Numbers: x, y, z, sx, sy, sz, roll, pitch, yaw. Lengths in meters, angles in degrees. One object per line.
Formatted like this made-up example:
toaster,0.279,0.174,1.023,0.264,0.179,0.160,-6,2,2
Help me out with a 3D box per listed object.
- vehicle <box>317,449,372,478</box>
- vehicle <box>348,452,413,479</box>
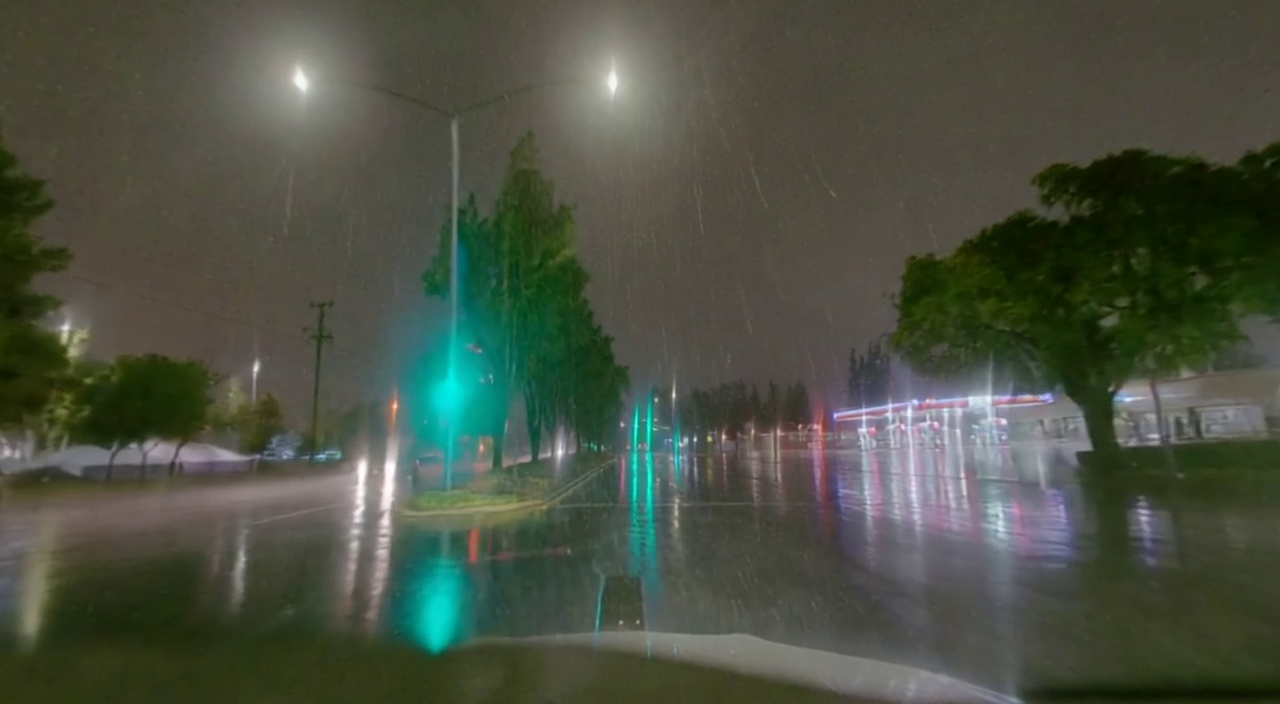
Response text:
vehicle,-22.439,8.475,48.249,2.076,1.927,4.749,-2,-8,-2
vehicle,-16.066,7.011,39.429,1.971,1.492,4.878,0,-8,0
